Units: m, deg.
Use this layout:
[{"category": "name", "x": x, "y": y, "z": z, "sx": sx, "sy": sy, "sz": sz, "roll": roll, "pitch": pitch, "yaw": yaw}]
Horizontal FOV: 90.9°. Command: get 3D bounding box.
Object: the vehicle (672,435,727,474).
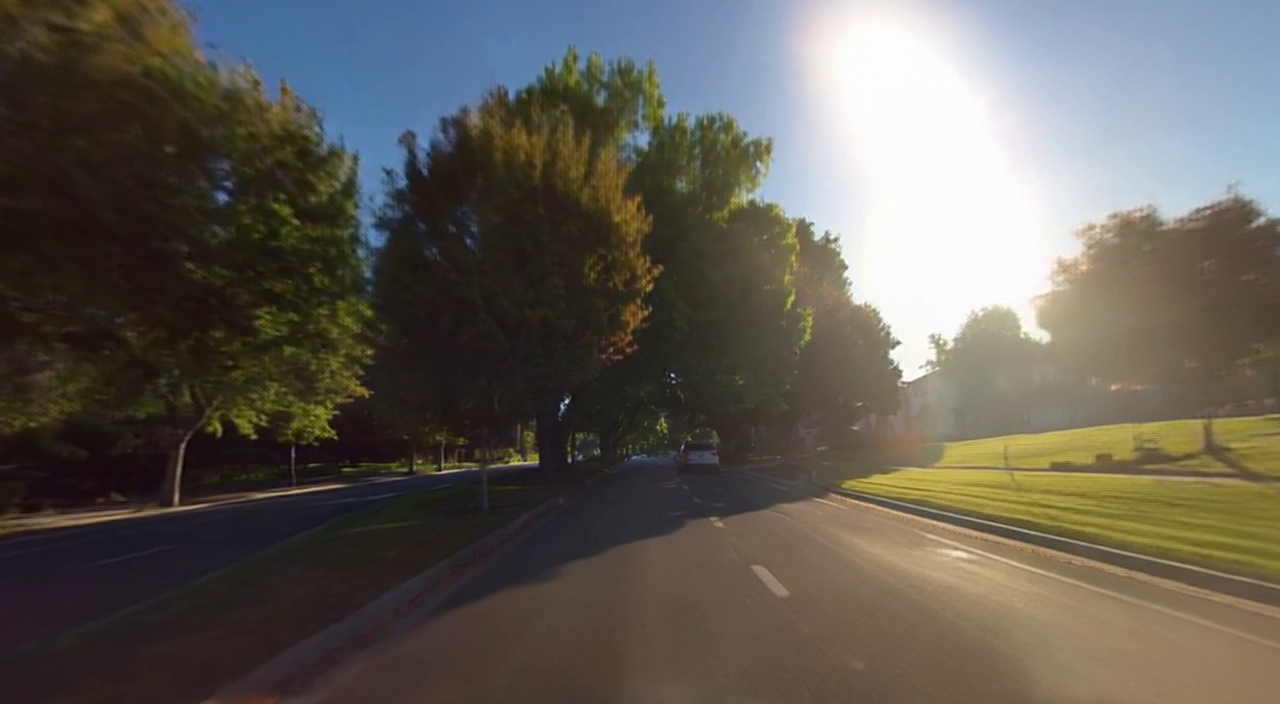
[{"category": "vehicle", "x": 2.835, "y": 5.040, "z": 31.160, "sx": 2.180, "sy": 1.773, "sz": 4.639, "roll": 0, "pitch": -9, "yaw": -1}]
